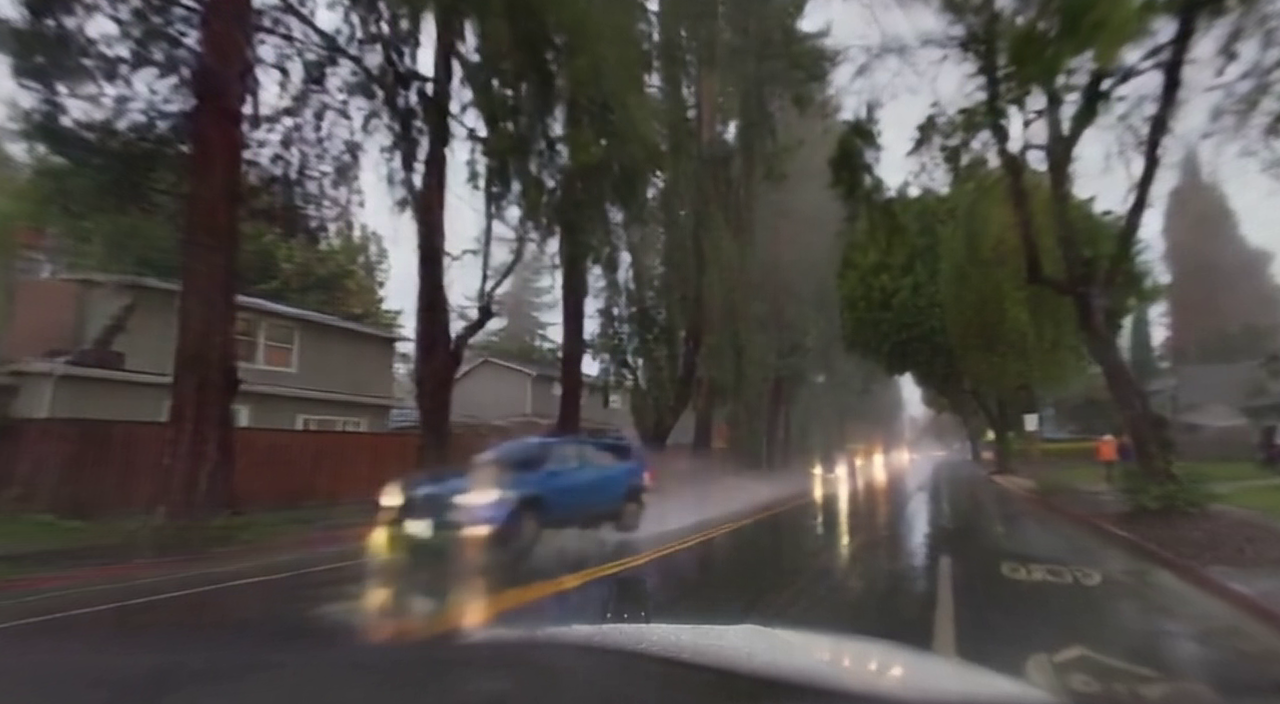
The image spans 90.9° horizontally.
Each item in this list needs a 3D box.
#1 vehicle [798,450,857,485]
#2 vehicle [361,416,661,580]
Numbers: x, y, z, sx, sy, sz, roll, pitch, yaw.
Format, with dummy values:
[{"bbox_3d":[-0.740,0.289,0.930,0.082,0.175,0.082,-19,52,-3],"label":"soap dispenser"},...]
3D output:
[{"bbox_3d":[9.164,5.533,30.617,1.906,1.498,4.222,-4,-9,27],"label":"vehicle"},{"bbox_3d":[-1.585,2.010,9.665,2.089,1.835,4.528,-4,-9,26],"label":"vehicle"}]
